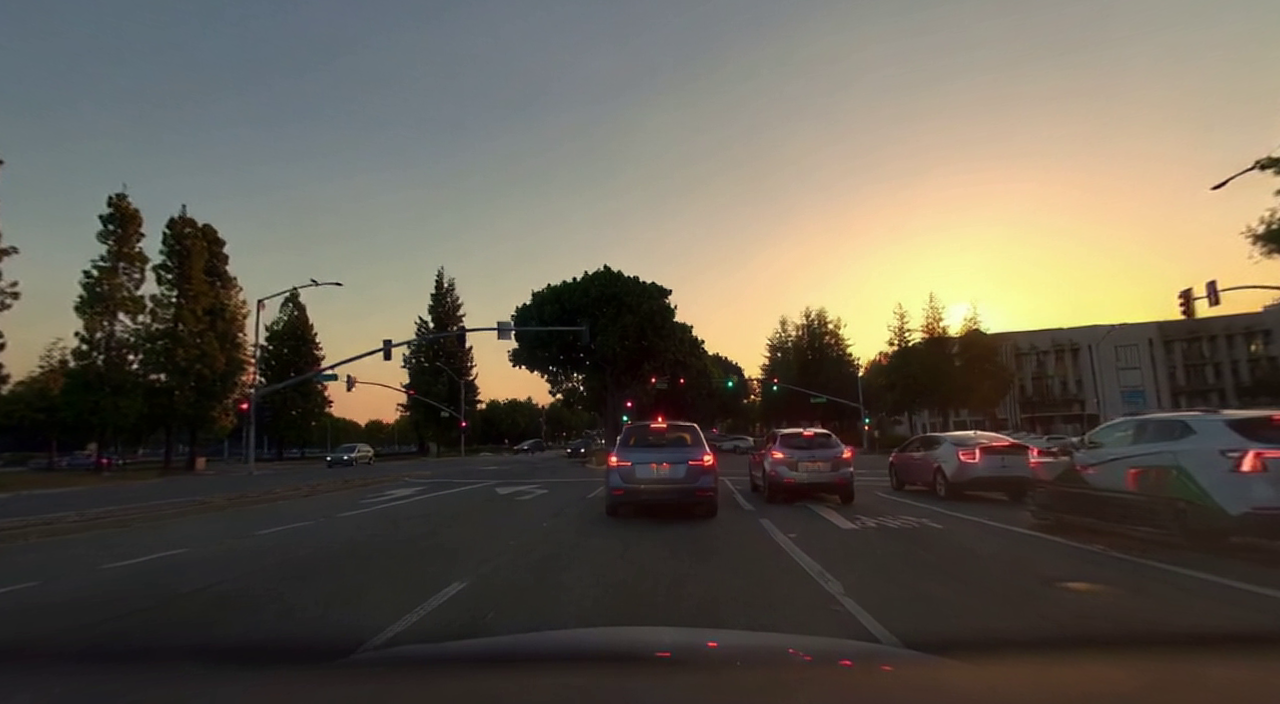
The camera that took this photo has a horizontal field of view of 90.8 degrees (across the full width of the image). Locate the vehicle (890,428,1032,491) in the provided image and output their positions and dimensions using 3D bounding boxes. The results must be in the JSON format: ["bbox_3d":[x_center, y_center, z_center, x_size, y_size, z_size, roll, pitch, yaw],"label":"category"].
[{"bbox_3d":[8.451,2.874,17.130,1.862,1.471,4.297,-1,-9,4],"label":"vehicle"}]

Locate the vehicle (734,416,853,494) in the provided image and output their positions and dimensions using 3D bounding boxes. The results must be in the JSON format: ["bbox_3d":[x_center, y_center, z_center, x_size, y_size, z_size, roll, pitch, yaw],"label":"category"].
[{"bbox_3d":[3.920,2.748,17.070,2.188,1.774,4.646,-1,-9,2],"label":"vehicle"}]

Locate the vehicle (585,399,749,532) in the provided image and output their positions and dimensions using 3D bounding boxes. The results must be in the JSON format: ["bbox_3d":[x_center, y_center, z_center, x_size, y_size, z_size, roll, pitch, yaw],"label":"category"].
[{"bbox_3d":[0.368,1.859,10.743,2.211,1.795,4.179,0,-9,0],"label":"vehicle"}]

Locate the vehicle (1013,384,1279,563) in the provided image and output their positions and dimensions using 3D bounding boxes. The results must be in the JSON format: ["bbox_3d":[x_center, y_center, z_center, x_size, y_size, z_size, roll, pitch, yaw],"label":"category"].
[{"bbox_3d":[7.428,1.533,8.580,2.074,1.791,4.393,0,-9,1],"label":"vehicle"}]
